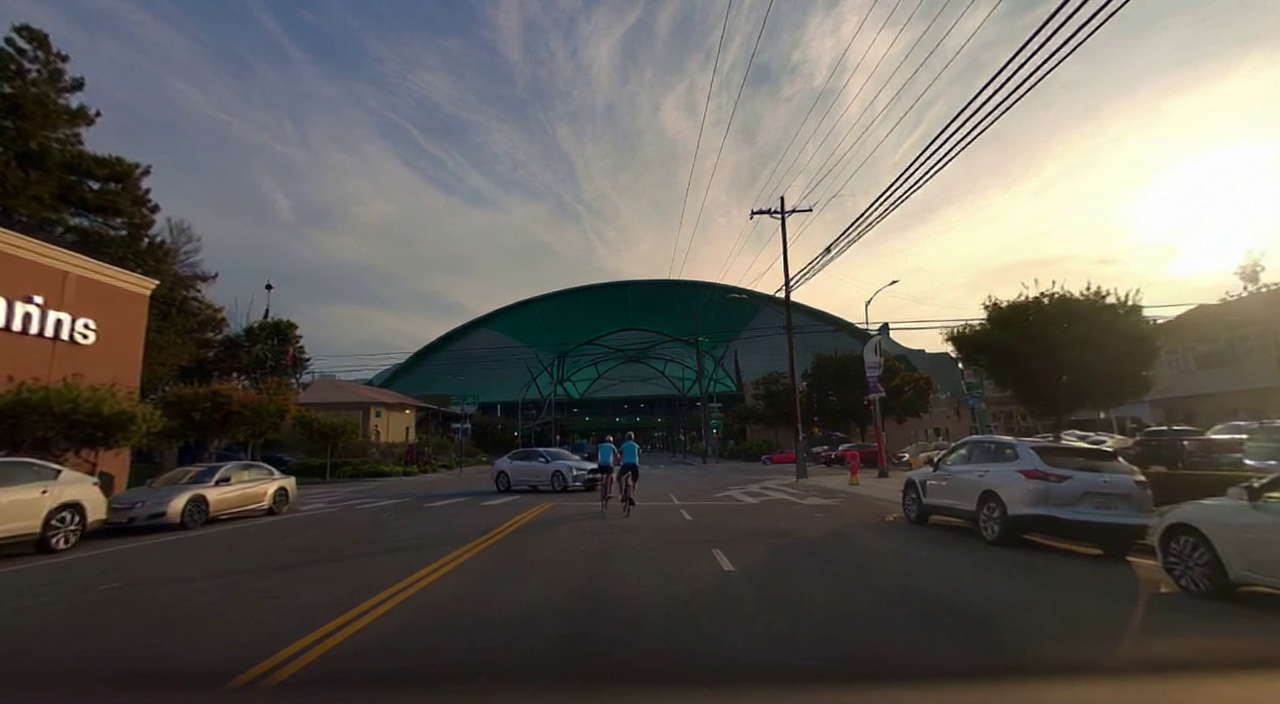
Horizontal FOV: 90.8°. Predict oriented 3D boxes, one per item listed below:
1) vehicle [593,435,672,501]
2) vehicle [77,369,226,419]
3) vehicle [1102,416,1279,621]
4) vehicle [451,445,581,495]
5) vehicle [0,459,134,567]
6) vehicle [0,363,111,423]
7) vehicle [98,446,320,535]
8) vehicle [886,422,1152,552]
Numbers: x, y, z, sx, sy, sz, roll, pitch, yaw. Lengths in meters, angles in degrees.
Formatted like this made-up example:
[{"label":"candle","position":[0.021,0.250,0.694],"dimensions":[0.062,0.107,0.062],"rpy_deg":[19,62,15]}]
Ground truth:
[{"label":"vehicle","position":[-0.175,3.505,19.473],"dimensions":[2.190,1.783,4.048],"rpy_deg":[0,-8,1]},{"label":"vehicle","position":[-17.108,1.506,22.269],"dimensions":[3.685,1.584,1.708],"rpy_deg":[1,-9,-3]},{"label":"vehicle","position":[5.894,1.255,4.666],"dimensions":[1.900,1.566,3.995],"rpy_deg":[0,-8,0]},{"label":"vehicle","position":[-5.040,4.740,25.742],"dimensions":[4.961,1.832,2.287],"rpy_deg":[2,-9,-13]},{"label":"vehicle","position":[-10.217,2.374,9.205],"dimensions":[1.904,1.495,4.585],"rpy_deg":[0,-8,-1]},{"label":"vehicle","position":[-17.262,1.169,17.400],"dimensions":[3.750,1.495,1.727],"rpy_deg":[-1,-8,-2]},{"label":"vehicle","position":[-10.283,3.276,15.727],"dimensions":[2.075,1.816,4.900],"rpy_deg":[0,-8,-1]},{"label":"vehicle","position":[5.834,2.093,10.461],"dimensions":[1.873,1.714,3.979],"rpy_deg":[0,-8,-1]}]
